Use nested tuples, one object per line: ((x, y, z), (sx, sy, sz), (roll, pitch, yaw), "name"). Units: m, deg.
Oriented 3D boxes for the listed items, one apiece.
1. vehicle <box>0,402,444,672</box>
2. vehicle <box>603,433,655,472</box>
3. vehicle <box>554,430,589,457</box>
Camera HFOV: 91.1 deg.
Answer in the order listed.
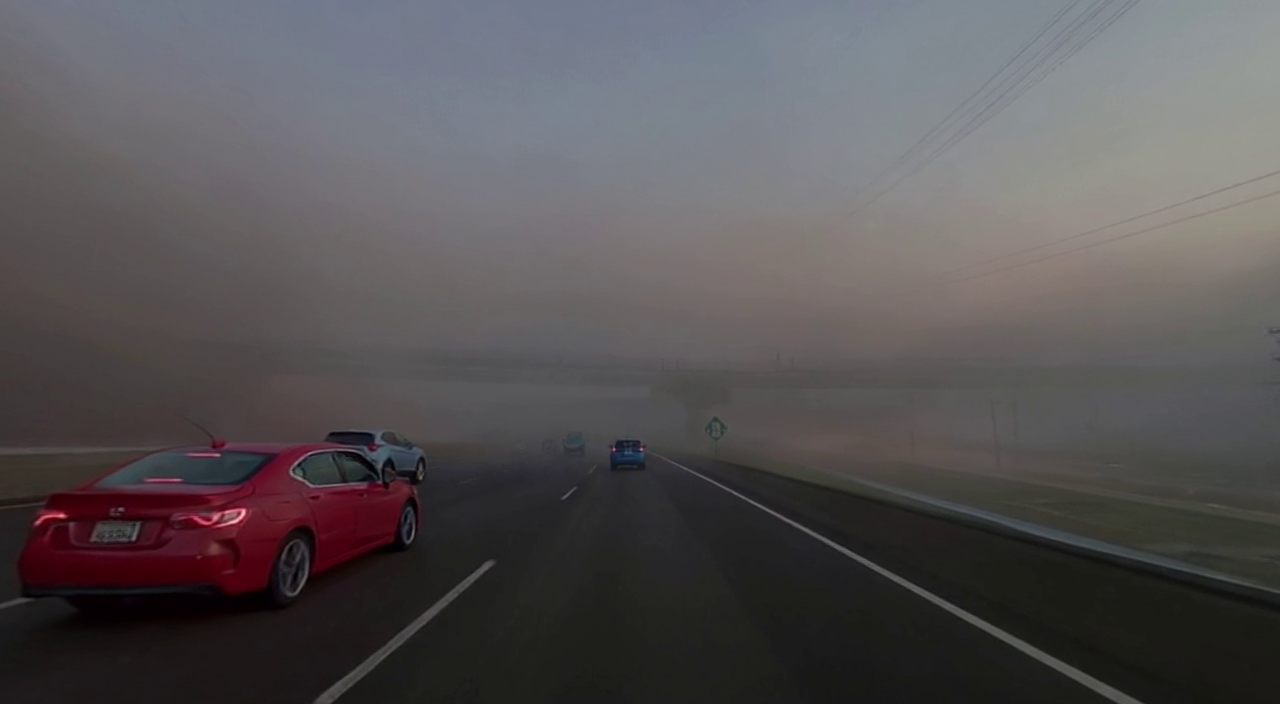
((-3.610, 1.362, 5.901), (2.035, 1.514, 4.600), (0, -8, 0), "vehicle")
((-0.488, 4.118, 25.968), (1.954, 1.460, 3.983), (0, -8, -2), "vehicle")
((-4.829, 6.534, 44.771), (2.174, 1.806, 3.932), (0, -8, -2), "vehicle")
